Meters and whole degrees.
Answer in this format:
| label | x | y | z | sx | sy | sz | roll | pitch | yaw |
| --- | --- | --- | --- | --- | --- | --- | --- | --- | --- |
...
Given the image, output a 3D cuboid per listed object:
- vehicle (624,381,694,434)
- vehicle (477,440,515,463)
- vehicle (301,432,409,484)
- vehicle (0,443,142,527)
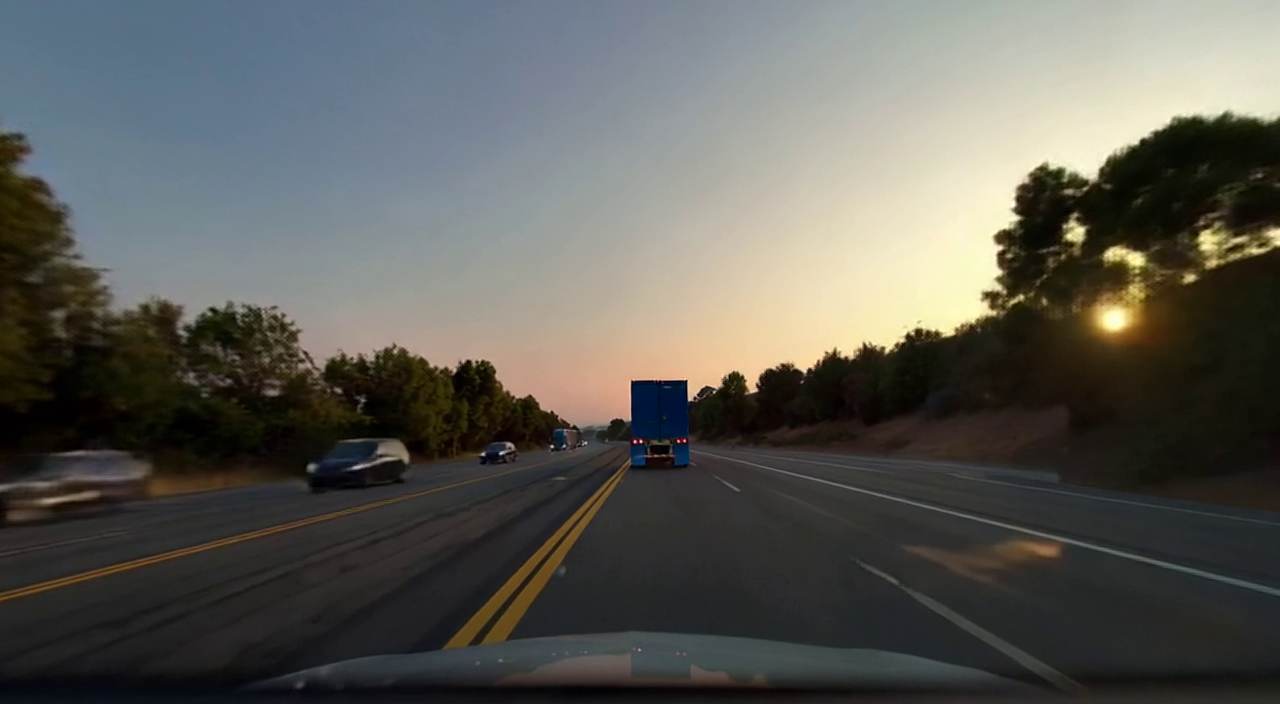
| label | x | y | z | sx | sy | sz | roll | pitch | yaw |
| --- | --- | --- | --- | --- | --- | --- | --- | --- | --- |
| vehicle | 0.646 | 2.322 | 25.347 | 2.509 | 1.890 | 4.732 | 0 | -8 | -2 |
| vehicle | -11.341 | 7.873 | 49.821 | 1.873 | 1.712 | 4.097 | 0 | -8 | 2 |
| vehicle | -11.653 | 4.367 | 26.207 | 2.133 | 1.942 | 4.865 | 0 | -8 | 1 |
| vehicle | -15.191 | 3.204 | 15.512 | 2.000 | 1.847 | 4.664 | -2 | -8 | 0 |
